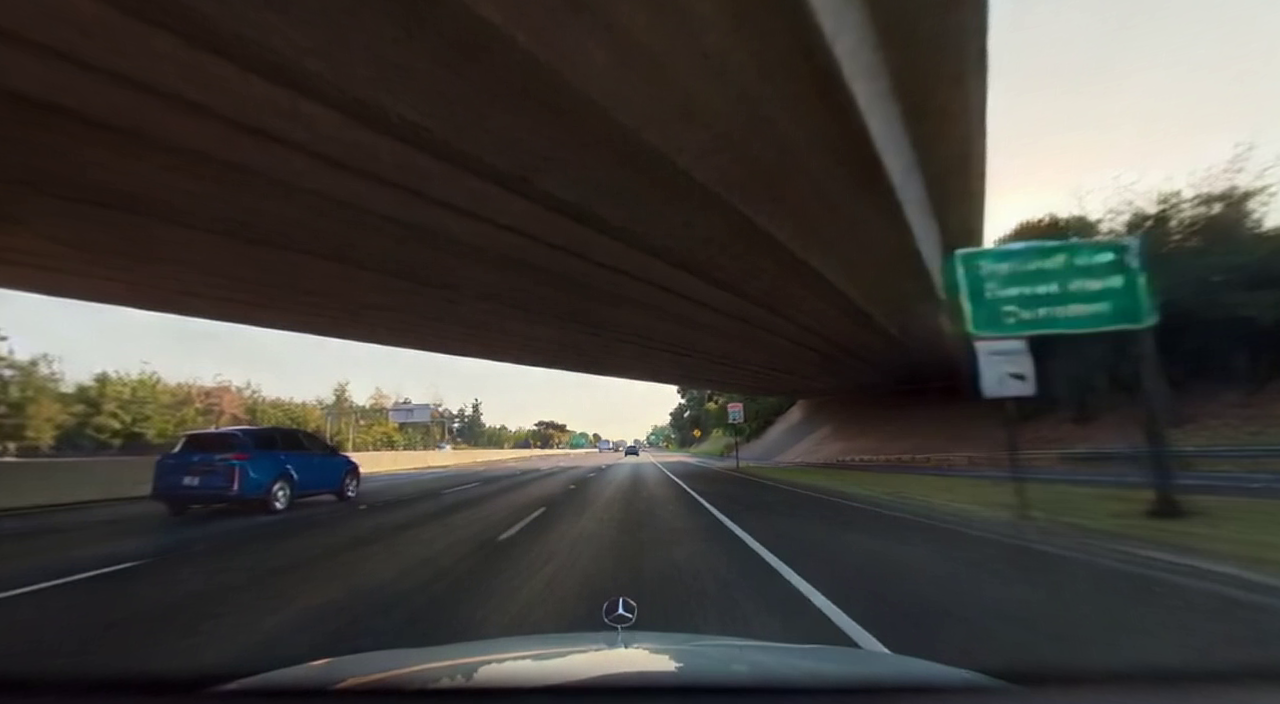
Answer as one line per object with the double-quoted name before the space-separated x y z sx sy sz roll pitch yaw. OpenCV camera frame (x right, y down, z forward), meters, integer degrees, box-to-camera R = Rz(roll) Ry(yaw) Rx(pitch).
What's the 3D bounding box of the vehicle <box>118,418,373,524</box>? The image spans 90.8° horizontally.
"vehicle" -7.815 2.405 13.307 2.231 1.807 4.758 0 -8 0
